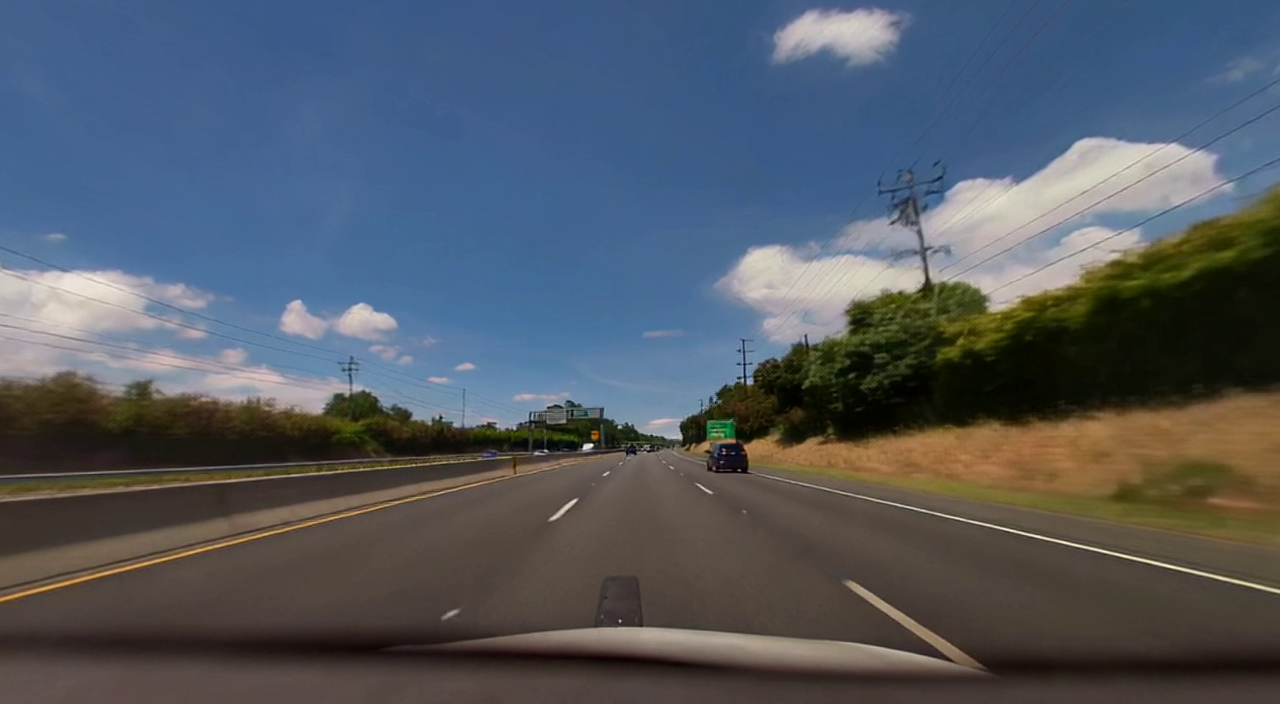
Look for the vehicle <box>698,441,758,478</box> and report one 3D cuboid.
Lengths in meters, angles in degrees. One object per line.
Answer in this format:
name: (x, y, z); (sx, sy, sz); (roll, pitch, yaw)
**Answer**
vehicle: (3.955, 4.926, 28.908); (2.054, 1.565, 4.089); (0, -9, -1)
